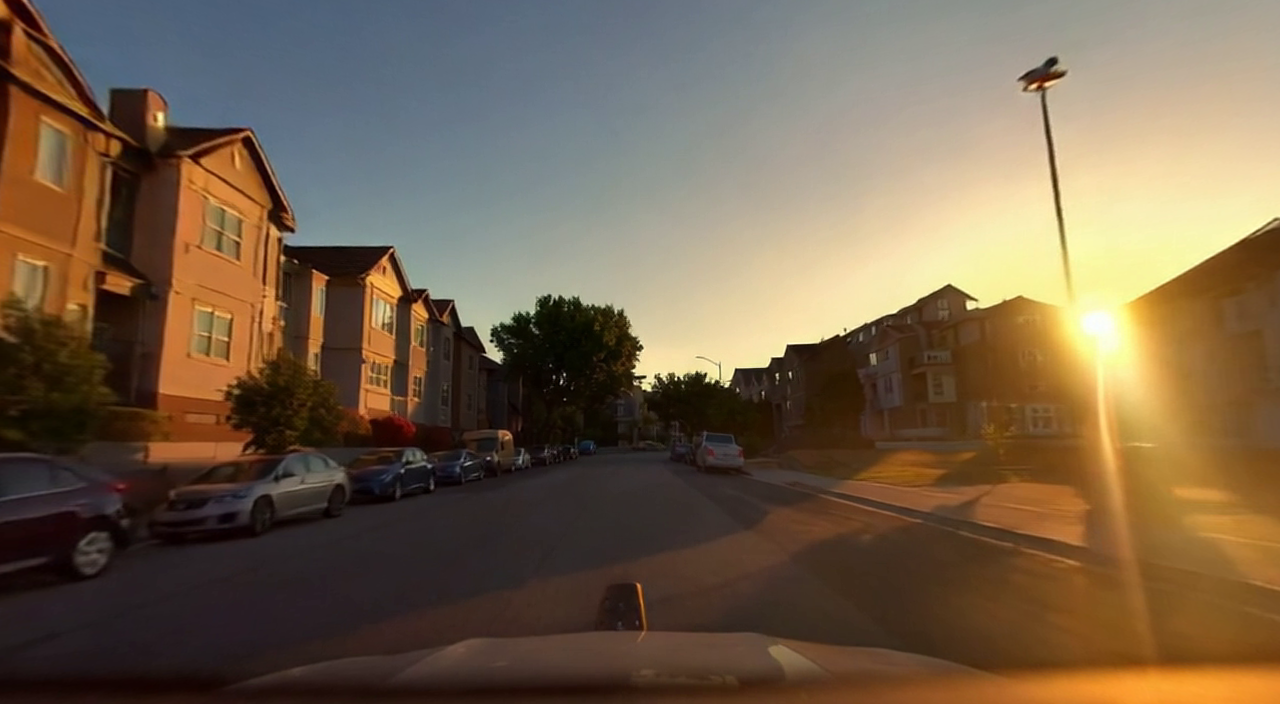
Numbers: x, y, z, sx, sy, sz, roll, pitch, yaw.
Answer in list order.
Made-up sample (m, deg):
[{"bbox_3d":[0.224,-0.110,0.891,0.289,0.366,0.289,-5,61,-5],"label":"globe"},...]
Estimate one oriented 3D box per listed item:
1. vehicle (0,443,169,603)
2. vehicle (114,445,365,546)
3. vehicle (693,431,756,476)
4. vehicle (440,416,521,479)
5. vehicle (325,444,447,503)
[{"bbox_3d":[-7.083,1.614,5.762,2.003,1.501,4.779,-1,-9,-3],"label":"vehicle"},{"bbox_3d":[-7.112,2.536,11.904,1.845,1.475,4.495,-1,-9,-1],"label":"vehicle"},{"bbox_3d":[3.946,4.866,30.383,2.216,1.955,4.970,0,-8,-1],"label":"vehicle"},{"bbox_3d":[-7.505,4.655,30.339,2.341,2.674,5.753,-1,-10,0],"label":"vehicle"},{"bbox_3d":[-7.249,3.495,18.457,1.832,1.483,4.140,-1,-9,0],"label":"vehicle"}]
